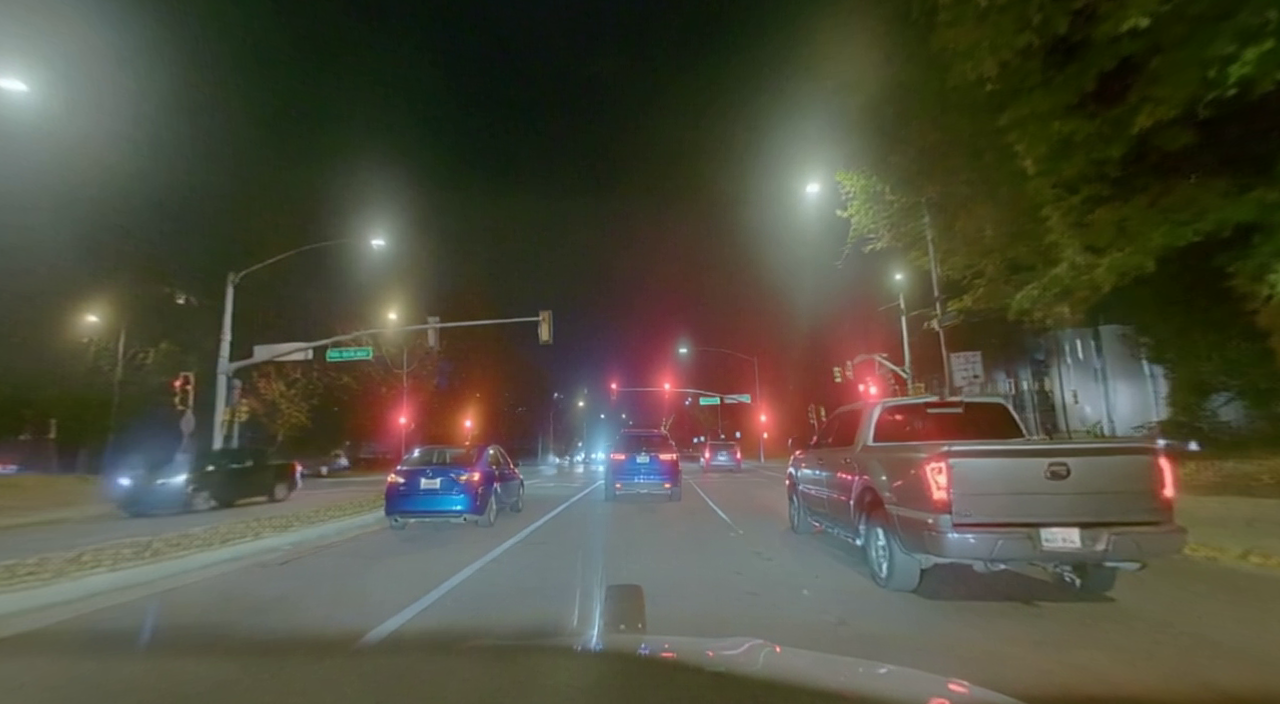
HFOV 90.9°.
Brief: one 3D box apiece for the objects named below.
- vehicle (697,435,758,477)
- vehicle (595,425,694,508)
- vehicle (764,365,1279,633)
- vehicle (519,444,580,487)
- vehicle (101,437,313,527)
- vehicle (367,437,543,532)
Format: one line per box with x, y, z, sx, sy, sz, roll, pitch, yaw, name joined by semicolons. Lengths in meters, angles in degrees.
4.306;5.204;31.944;2.408;1.908;5.355;0;-8;1;vehicle
0.124;2.748;15.572;2.113;1.768;3.901;0;-8;1;vehicle
3.308;1.425;7.367;2.571;1.857;5.841;0;-8;0;vehicle
-3.394;4.332;24.497;2.072;1.450;4.612;1;-8;-5;vehicle
-10.258;3.046;15.538;2.099;1.813;4.583;-1;-8;-2;vehicle
-3.278;2.423;12.321;1.909;1.476;4.751;0;-8;1;vehicle
